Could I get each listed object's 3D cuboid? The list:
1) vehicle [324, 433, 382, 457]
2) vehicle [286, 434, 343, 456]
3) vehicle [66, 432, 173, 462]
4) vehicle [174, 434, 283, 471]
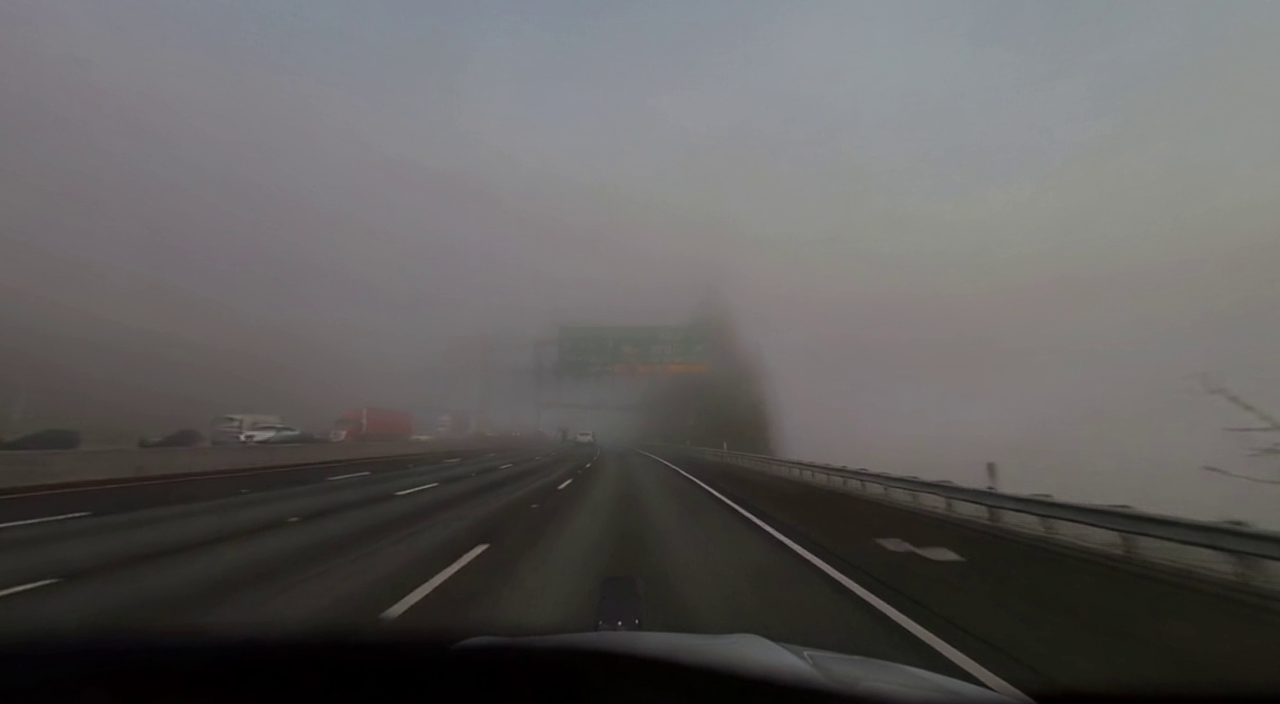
[{"bbox_3d":[-18.708,6.057,41.271,1.851,1.449,4.293,0,-8,-1],"label":"vehicle"},{"bbox_3d":[-22.860,6.526,44.464,1.815,1.416,4.350,0,-8,-2],"label":"vehicle"},{"bbox_3d":[-26.190,4.795,31.961,1.799,1.417,4.395,0,-8,-2],"label":"vehicle"},{"bbox_3d":[-19.077,4.629,29.502,1.995,1.584,4.624,0,-8,-1],"label":"vehicle"}]
